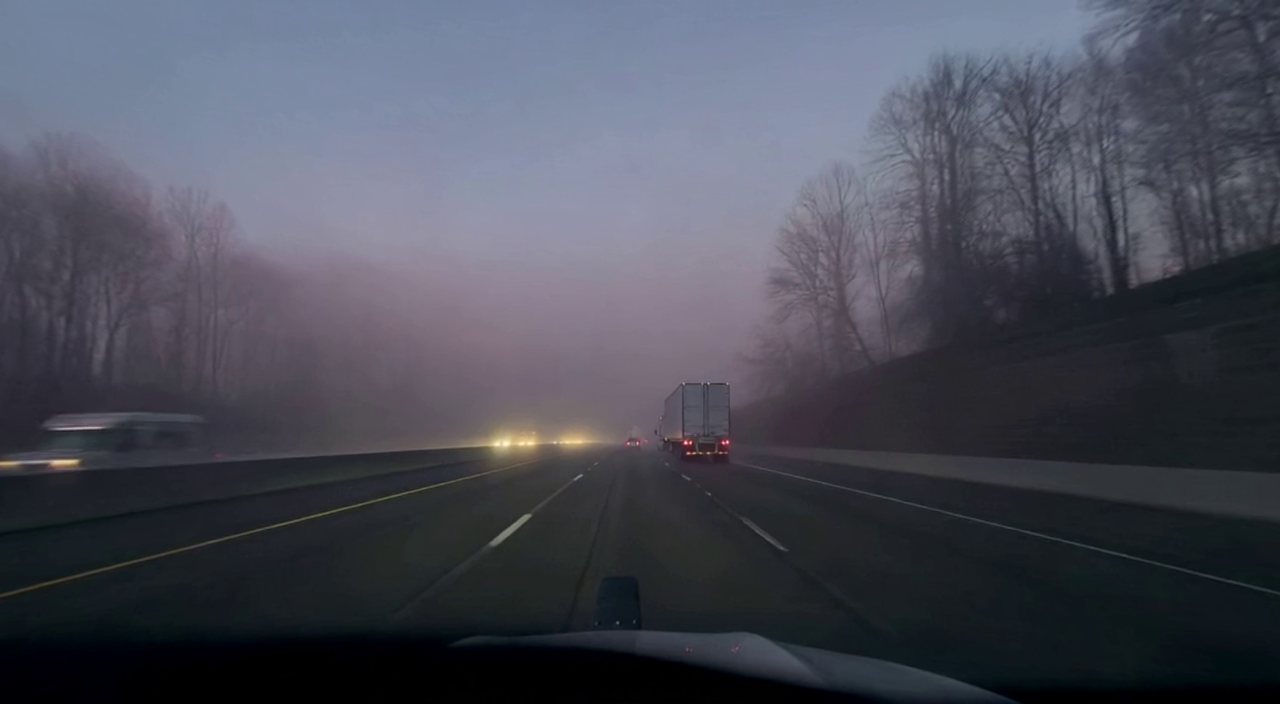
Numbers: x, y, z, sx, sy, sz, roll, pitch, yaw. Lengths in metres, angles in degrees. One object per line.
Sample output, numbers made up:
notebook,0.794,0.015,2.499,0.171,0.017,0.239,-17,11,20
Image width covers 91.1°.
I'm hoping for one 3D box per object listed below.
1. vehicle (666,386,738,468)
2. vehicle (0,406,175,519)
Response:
vehicle,3.485,4.802,39.910,2.979,4.161,15.508,0,-7,0
vehicle,-12.053,2.133,12.519,2.065,1.928,4.683,0,-8,-2
